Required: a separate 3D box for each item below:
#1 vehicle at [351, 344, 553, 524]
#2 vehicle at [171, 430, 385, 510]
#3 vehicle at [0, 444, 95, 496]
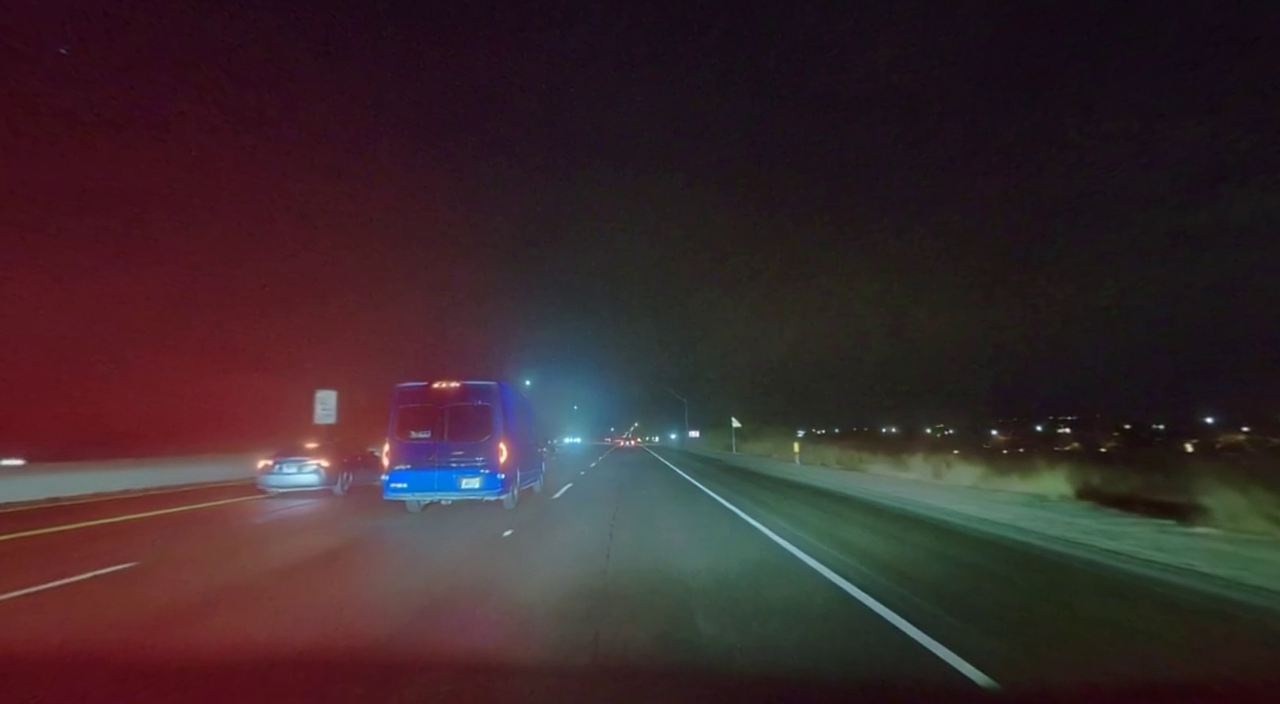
[{"bbox_3d":[-3.420,1.748,13.516,2.428,2.782,7.330,0,-8,-3],"label":"vehicle"},{"bbox_3d":[-7.668,2.509,14.071,1.994,1.466,4.837,0,-8,-1],"label":"vehicle"},{"bbox_3d":[-19.739,3.620,19.398,1.903,1.470,4.473,0,-8,-2],"label":"vehicle"}]
